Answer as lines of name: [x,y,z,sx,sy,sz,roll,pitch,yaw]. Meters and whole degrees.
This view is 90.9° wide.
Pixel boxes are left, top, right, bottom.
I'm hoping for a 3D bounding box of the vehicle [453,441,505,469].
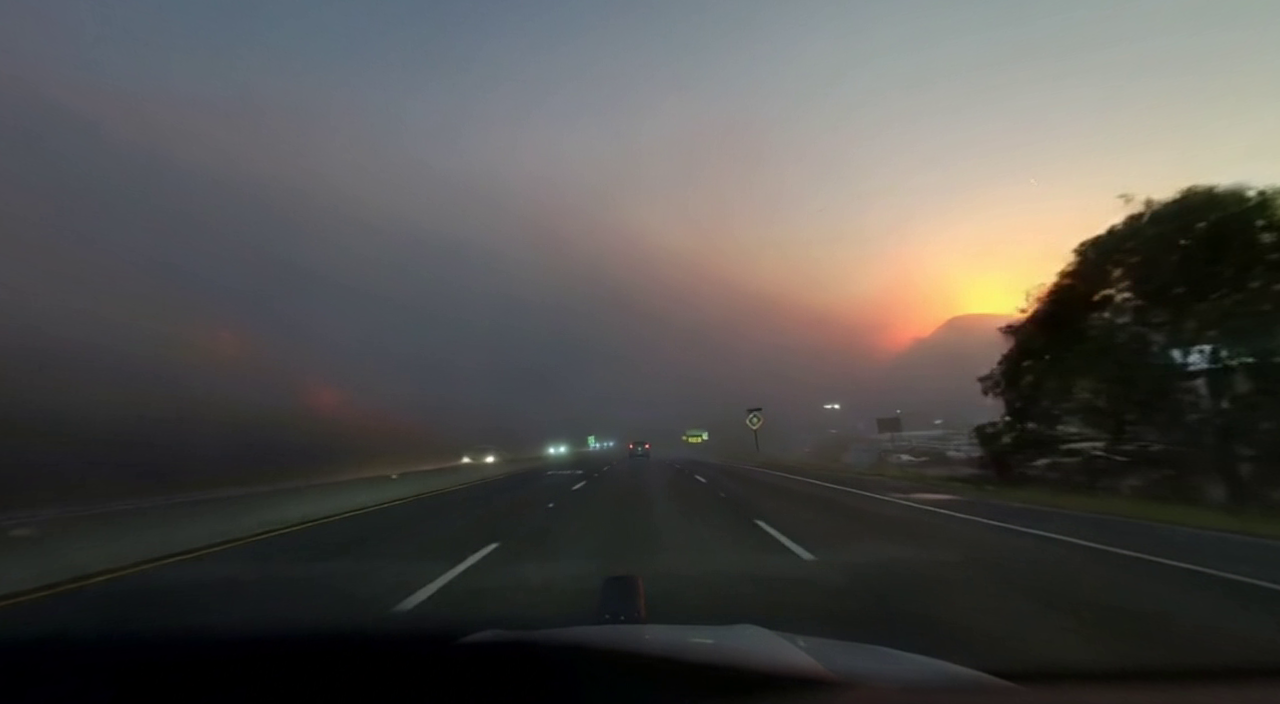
vehicle: [-10.766,6.900,42.500,2.040,1.711,5.175,0,-8,1]
